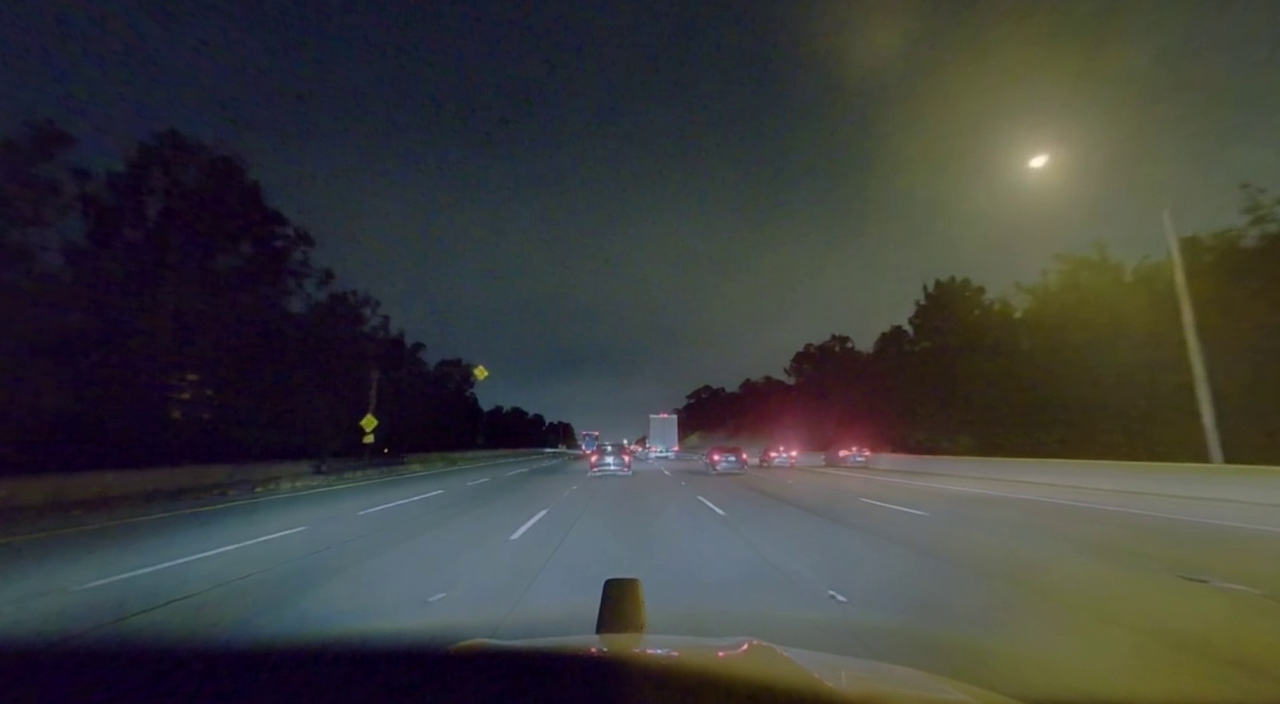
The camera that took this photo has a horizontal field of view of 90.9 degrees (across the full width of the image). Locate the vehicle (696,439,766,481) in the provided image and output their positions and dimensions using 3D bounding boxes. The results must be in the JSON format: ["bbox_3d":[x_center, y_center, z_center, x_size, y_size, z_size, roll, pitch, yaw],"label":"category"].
[{"bbox_3d":[3.428,4.155,24.591,1.971,1.472,4.301,0,-9,-2],"label":"vehicle"}]

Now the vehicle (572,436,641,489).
[{"bbox_3d":[-0.977,3.556,20.561,2.020,1.516,3.951,-1,-9,0],"label":"vehicle"}]
